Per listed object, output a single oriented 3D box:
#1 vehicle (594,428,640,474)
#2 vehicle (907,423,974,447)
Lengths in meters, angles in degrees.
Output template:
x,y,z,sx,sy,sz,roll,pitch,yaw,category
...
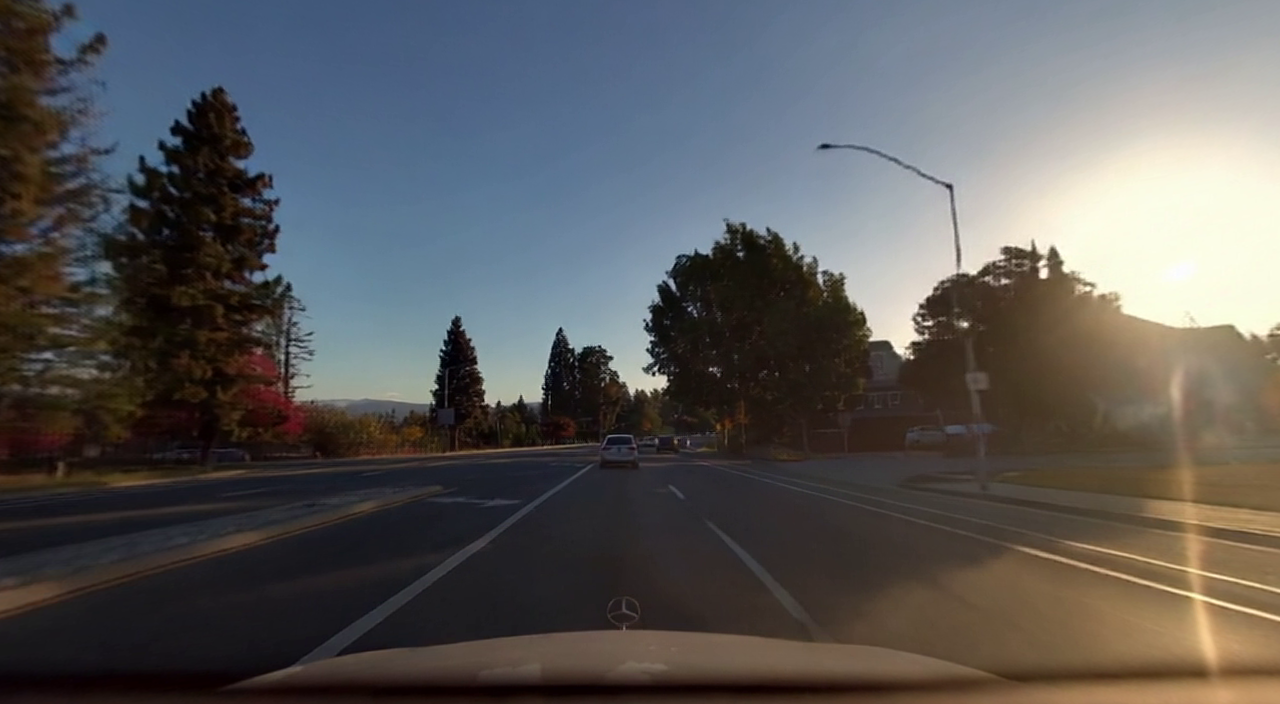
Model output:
x,y,z,sx,sy,sz,roll,pitch,yaw,category
-1.046,4.724,30.180,2.072,2.002,4.391,0,-8,-1,vehicle
21.759,6.073,45.642,1.826,1.621,4.546,2,-9,-15,vehicle
